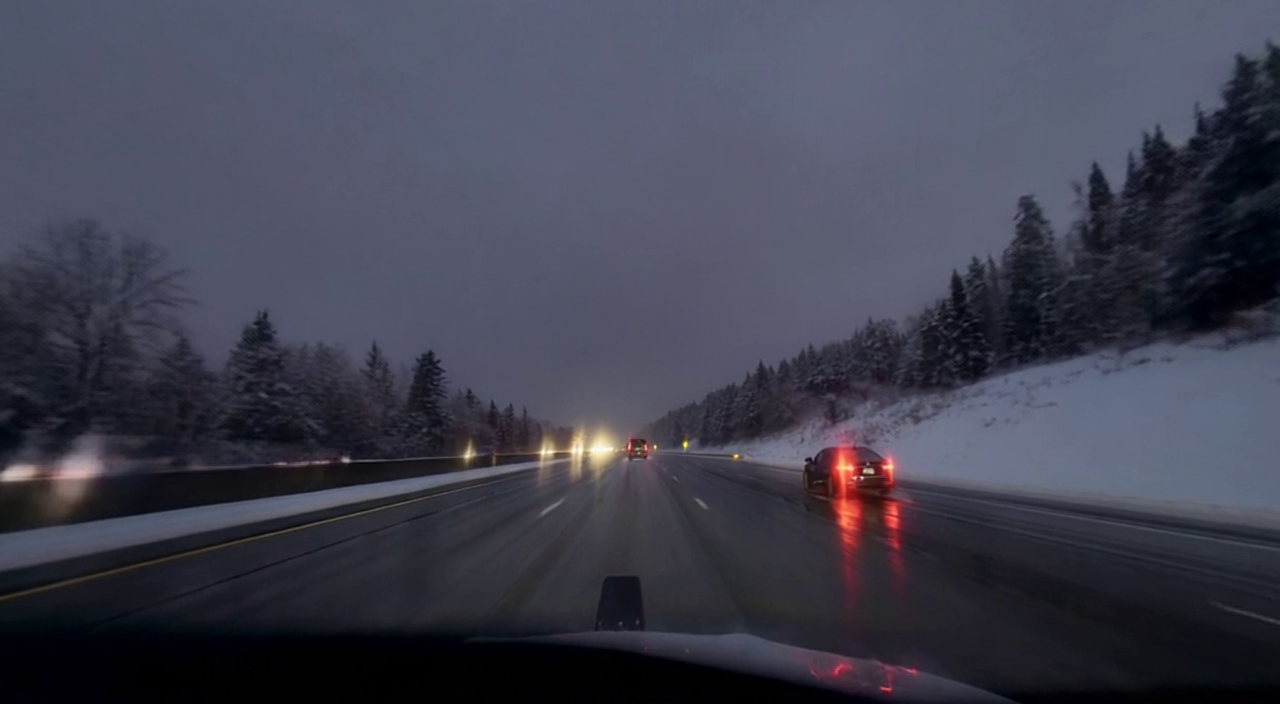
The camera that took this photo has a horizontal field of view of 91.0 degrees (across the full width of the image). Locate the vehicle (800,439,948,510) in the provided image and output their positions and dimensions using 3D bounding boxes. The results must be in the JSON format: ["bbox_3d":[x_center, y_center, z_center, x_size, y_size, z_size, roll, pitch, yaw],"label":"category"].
[{"bbox_3d":[5.599,2.971,15.745,1.976,1.495,4.217,0,-9,-1],"label":"vehicle"}]

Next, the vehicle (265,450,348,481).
[{"bbox_3d":[-18.104,6.168,34.473,1.926,1.505,4.737,0,-9,1],"label":"vehicle"}]

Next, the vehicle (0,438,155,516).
[{"bbox_3d":[-14.503,2.919,15.119,2.014,1.633,4.543,0,-9,0],"label":"vehicle"}]
